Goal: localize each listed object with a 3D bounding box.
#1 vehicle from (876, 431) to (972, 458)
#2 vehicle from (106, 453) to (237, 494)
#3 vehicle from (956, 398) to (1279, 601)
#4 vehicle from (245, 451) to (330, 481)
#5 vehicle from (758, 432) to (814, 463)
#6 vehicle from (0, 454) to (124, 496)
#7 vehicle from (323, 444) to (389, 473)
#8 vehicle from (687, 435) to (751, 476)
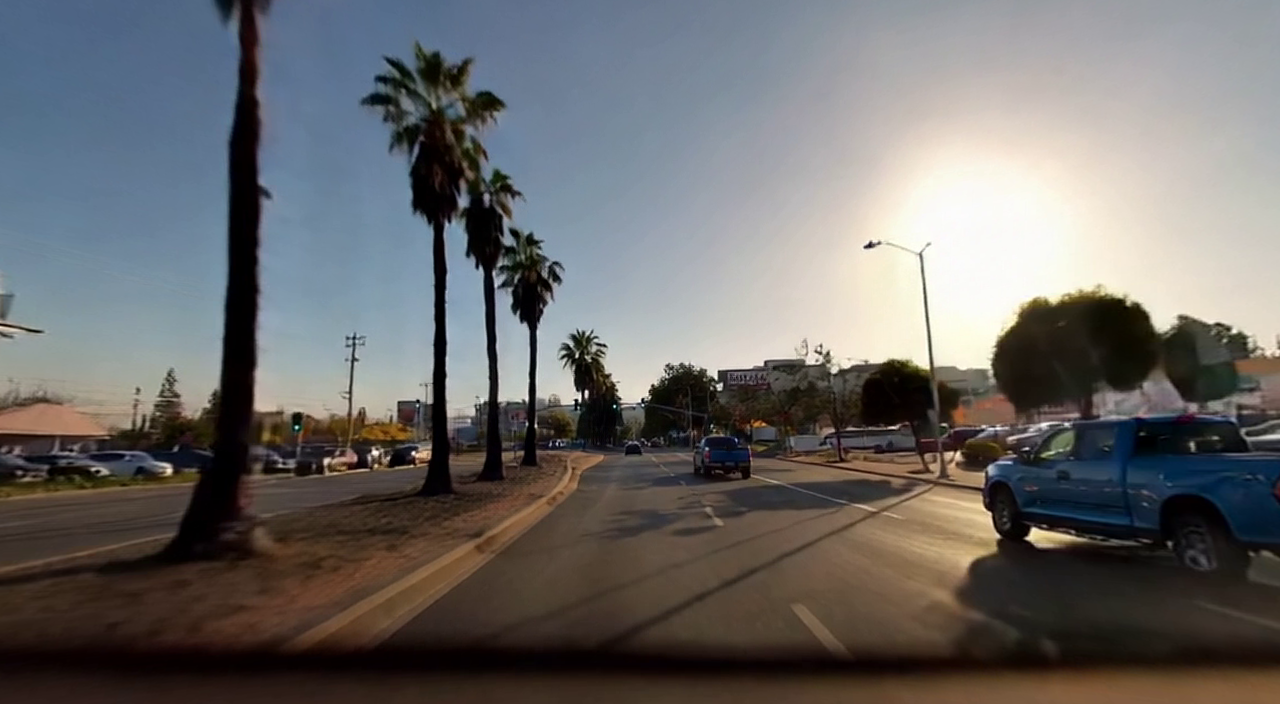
[{"bbox_3d":[19.852,6.491,44.259,5.804,1.683,2.529,-6,-9,28],"label":"vehicle"},{"bbox_3d":[-19.389,5.027,26.490,1.900,1.481,4.684,0,-8,0],"label":"vehicle"},{"bbox_3d":[6.166,1.519,7.351,2.140,1.606,5.437,0,-8,0],"label":"vehicle"},{"bbox_3d":[-19.454,6.283,35.171,1.871,1.519,5.002,0,-8,0],"label":"vehicle"},{"bbox_3d":[10.170,6.735,44.631,2.417,2.061,5.980,0,-8,-1],"label":"vehicle"},{"bbox_3d":[-24.320,5.011,26.083,1.899,1.499,4.911,0,-8,-1],"label":"vehicle"},{"bbox_3d":[-19.172,7.179,42.957,2.066,1.825,5.291,0,-8,0],"label":"vehicle"},{"bbox_3d":[3.143,4.232,26.063,1.889,1.541,4.303,0,-8,-2],"label":"vehicle"}]
